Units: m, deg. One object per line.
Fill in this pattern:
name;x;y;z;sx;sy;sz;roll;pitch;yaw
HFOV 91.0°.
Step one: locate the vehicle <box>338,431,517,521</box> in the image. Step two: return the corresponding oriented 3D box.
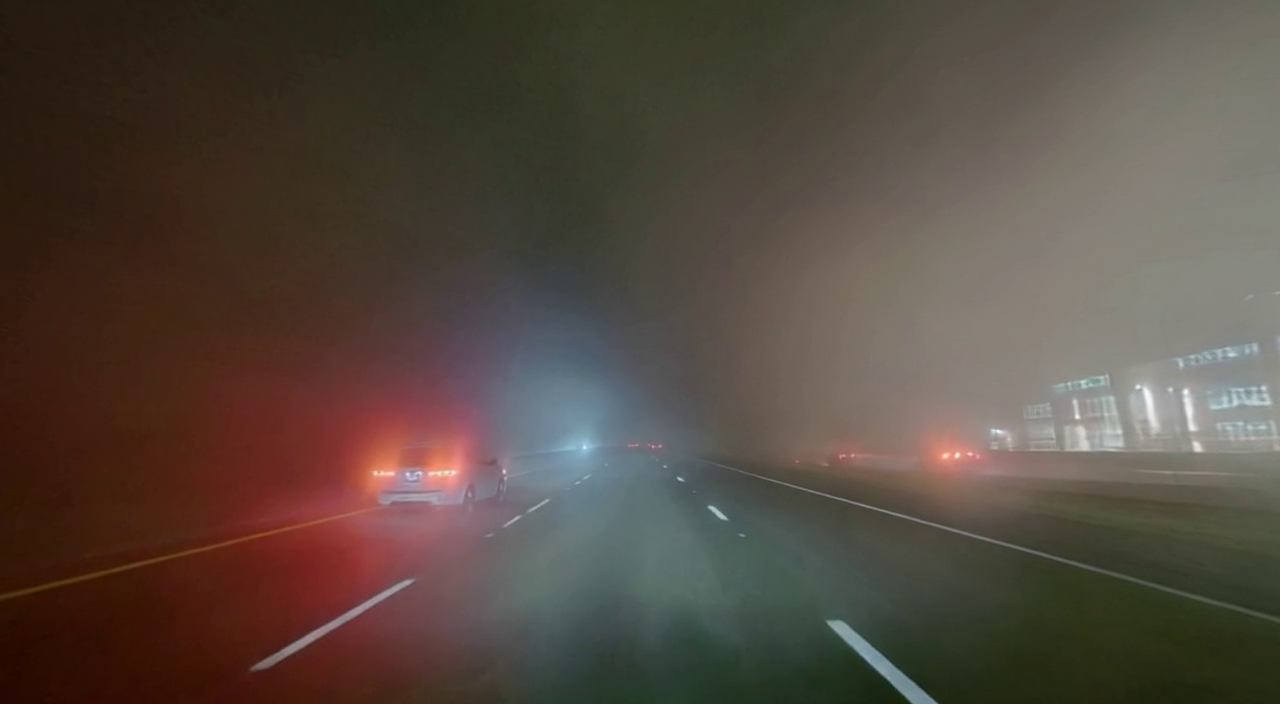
vehicle;-3.936;2.358;12.623;1.934;1.451;4.544;0;-8;1
